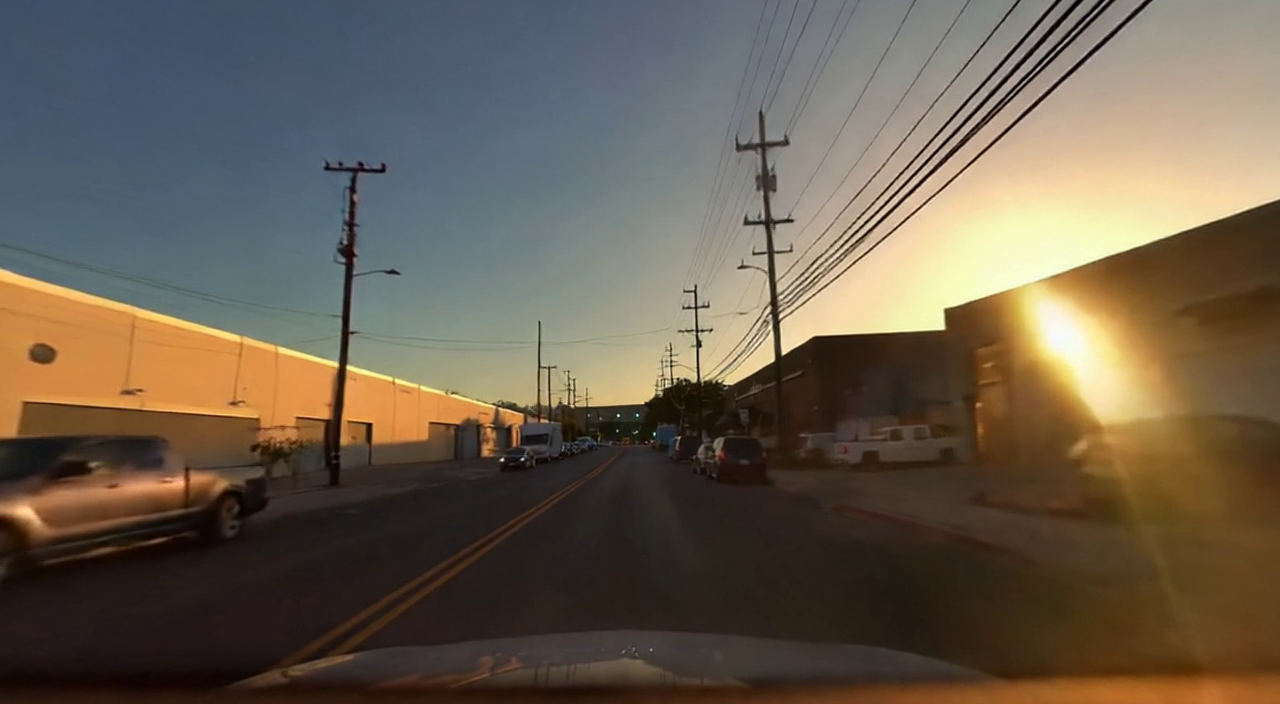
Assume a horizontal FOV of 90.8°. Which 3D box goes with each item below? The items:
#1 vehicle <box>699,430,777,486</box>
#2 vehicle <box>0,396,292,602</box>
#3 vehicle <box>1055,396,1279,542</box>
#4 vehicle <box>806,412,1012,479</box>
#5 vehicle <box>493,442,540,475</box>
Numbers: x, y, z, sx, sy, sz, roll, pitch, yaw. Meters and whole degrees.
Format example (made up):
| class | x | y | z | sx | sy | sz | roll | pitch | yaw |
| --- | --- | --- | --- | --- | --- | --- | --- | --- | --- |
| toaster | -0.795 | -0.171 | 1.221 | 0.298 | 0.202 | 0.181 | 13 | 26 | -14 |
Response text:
| class | x | y | z | sx | sy | sz | roll | pitch | yaw |
| --- | --- | --- | --- | --- | --- | --- | --- | --- | --- |
| vehicle | 3.751 | 4.205 | 25.379 | 2.333 | 1.967 | 6.008 | 0 | -8 | 2 |
| vehicle | -7.950 | 1.927 | 8.988 | 2.530 | 2.110 | 6.445 | -3 | -8 | -2 |
| vehicle | 8.915 | 1.616 | 9.035 | 4.406 | 1.822 | 2.071 | 0 | -8 | 1 |
| vehicle | 10.962 | 3.888 | 26.317 | 7.236 | 2.219 | 2.674 | -3 | -8 | 0 |
| vehicle | -7.846 | 6.786 | 40.514 | 2.123 | 1.802 | 4.486 | -4 | -8 | -2 |
